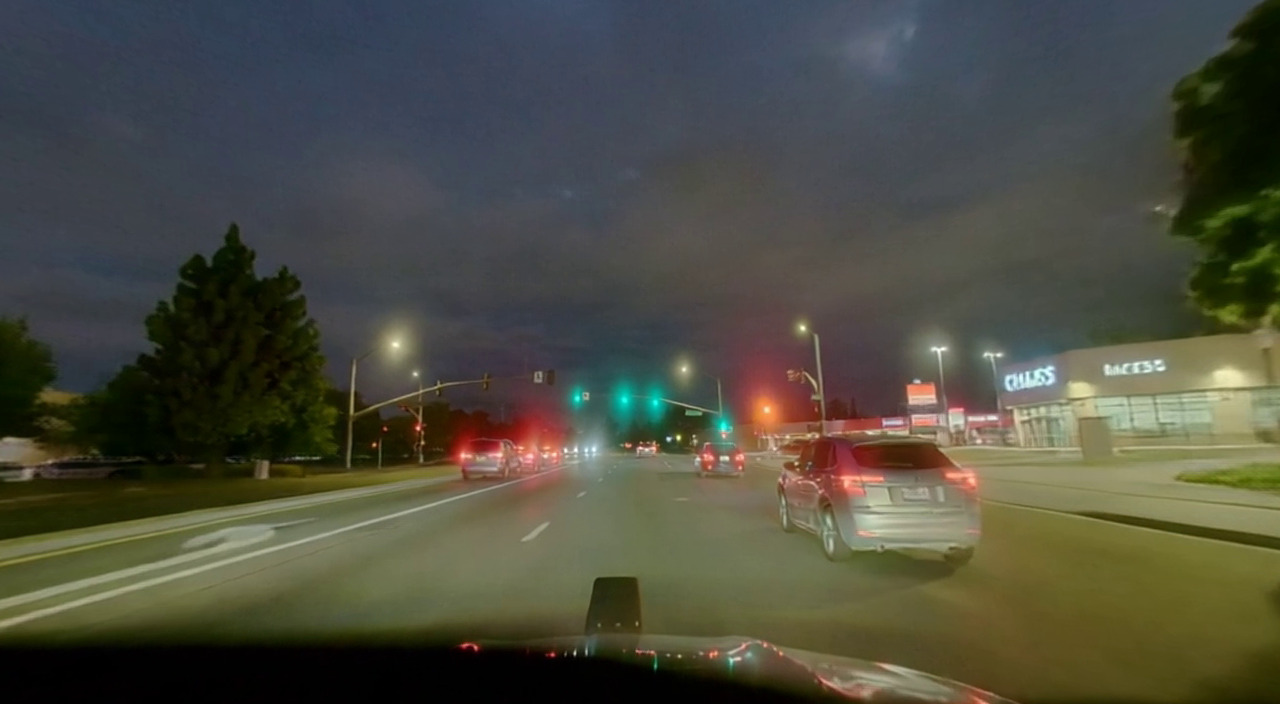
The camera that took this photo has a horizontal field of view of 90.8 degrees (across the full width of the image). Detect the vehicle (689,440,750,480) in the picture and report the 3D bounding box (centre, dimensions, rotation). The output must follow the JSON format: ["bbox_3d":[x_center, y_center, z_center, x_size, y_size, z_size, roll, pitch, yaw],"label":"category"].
[{"bbox_3d":[3.156,4.361,25.796,1.842,1.480,4.155,0,-9,-1],"label":"vehicle"}]

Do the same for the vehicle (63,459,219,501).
[{"bbox_3d":[-20.924,5.339,26.820,2.016,1.486,4.892,-2,-9,14],"label":"vehicle"}]

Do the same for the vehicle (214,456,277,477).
[{"bbox_3d":[-30.979,8.997,49.741,3.950,1.536,1.932,4,-10,-27],"label":"vehicle"}]

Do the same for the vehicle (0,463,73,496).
[{"bbox_3d":[-31.423,6.307,31.273,4.434,1.531,2.003,4,-9,-24],"label":"vehicle"}]

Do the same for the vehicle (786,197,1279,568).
[{"bbox_3d":[7.039,1.474,15.262,2.899,4.154,16.592,0,-8,-1],"label":"vehicle"}]

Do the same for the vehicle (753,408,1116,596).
[{"bbox_3d":[2.981,1.650,7.913,2.174,1.596,4.779,0,-9,-1],"label":"vehicle"}]

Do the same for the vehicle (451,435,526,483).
[{"bbox_3d":[-6.354,4.533,27.068,2.136,1.837,4.669,0,-9,-1],"label":"vehicle"}]

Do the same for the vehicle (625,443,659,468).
[{"bbox_3d":[0.099,6.403,39.184,2.008,1.464,4.052,0,-9,0],"label":"vehicle"}]
